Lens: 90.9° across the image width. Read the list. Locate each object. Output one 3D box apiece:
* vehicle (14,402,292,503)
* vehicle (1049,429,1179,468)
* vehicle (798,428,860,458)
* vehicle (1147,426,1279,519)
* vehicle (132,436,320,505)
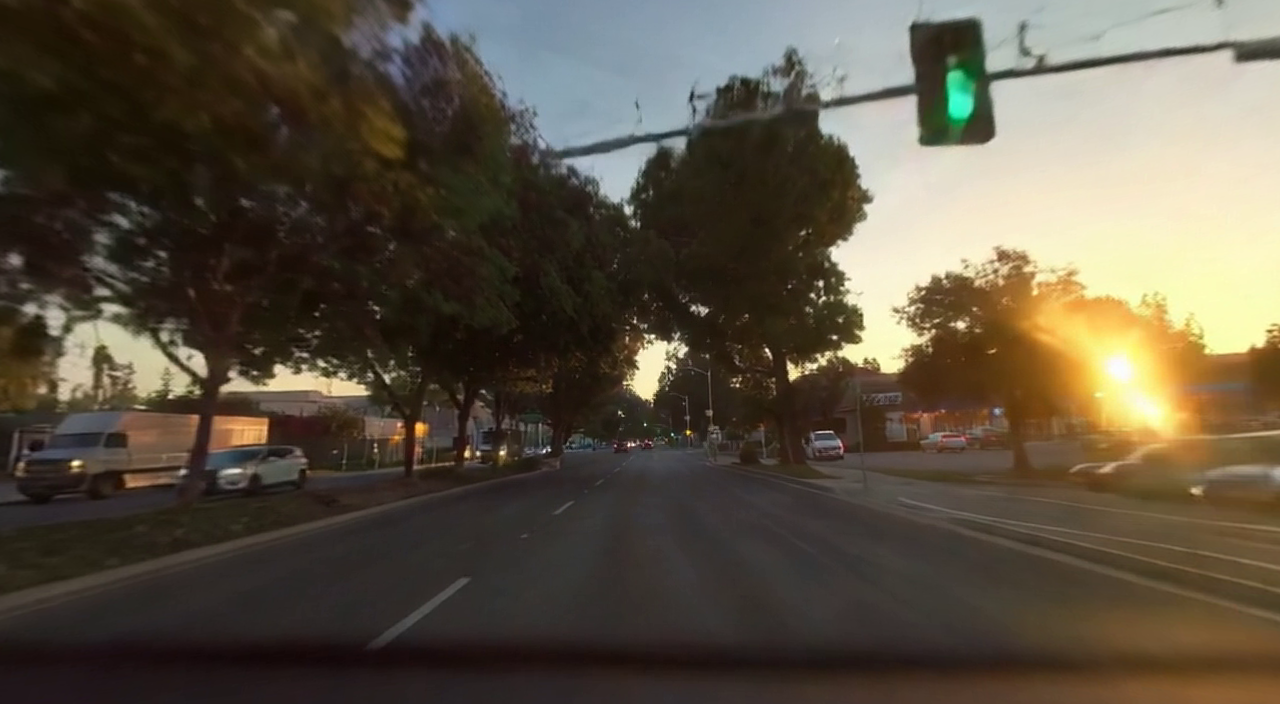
[{"bbox_3d":[-19.055,4.114,26.212,2.958,3.304,10.523,0,-9,1],"label":"vehicle"},{"bbox_3d":[23.913,4.886,31.956,4.999,1.814,2.158,-7,-11,39],"label":"vehicle"},{"bbox_3d":[14.546,7.003,48.619,4.203,2.206,1.934,-1,-9,7],"label":"vehicle"},{"bbox_3d":[12.173,2.063,11.404,4.312,1.416,1.885,-3,-8,-1],"label":"vehicle"},{"bbox_3d":[-11.293,3.230,17.731,2.078,1.656,4.624,0,-9,1],"label":"vehicle"}]
